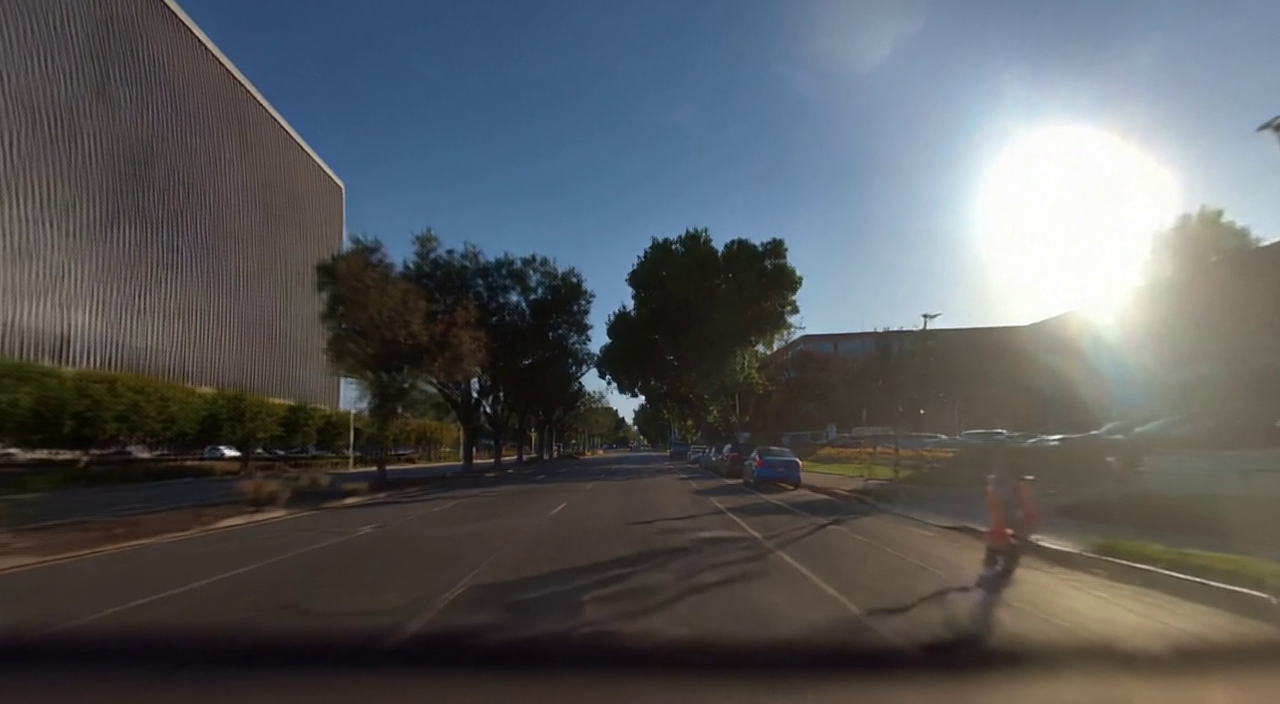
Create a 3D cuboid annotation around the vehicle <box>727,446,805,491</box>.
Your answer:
[{"bbox_3d":[4.421,4.143,22.762,1.872,1.420,4.201,0,-8,-1],"label":"vehicle"}]
